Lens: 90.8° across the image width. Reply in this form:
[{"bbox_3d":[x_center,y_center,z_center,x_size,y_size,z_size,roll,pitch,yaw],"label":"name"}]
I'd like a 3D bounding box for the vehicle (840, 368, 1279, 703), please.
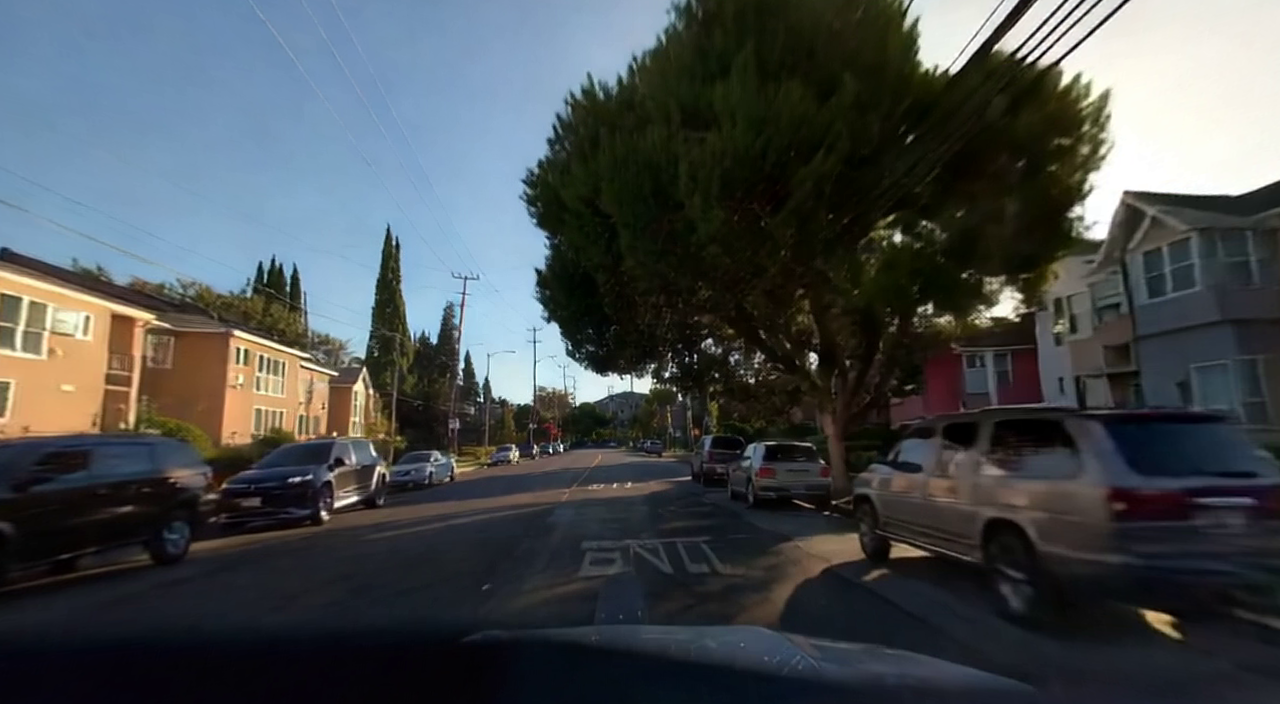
[{"bbox_3d":[3.352,1.263,5.310,1.936,1.756,4.127,0,-9,-1],"label":"vehicle"}]

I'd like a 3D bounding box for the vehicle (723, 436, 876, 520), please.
[{"bbox_3d":[3.299,2.715,14.235,1.895,1.537,4.844,1,-9,-4],"label":"vehicle"}]

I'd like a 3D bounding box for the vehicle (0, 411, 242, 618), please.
[{"bbox_3d":[-6.490,1.569,6.614,1.988,1.734,4.400,-1,-8,-4],"label":"vehicle"}]

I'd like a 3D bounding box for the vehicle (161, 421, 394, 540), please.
[{"bbox_3d":[-6.710,2.372,12.460,1.992,1.853,4.561,-1,-8,-2],"label":"vehicle"}]
